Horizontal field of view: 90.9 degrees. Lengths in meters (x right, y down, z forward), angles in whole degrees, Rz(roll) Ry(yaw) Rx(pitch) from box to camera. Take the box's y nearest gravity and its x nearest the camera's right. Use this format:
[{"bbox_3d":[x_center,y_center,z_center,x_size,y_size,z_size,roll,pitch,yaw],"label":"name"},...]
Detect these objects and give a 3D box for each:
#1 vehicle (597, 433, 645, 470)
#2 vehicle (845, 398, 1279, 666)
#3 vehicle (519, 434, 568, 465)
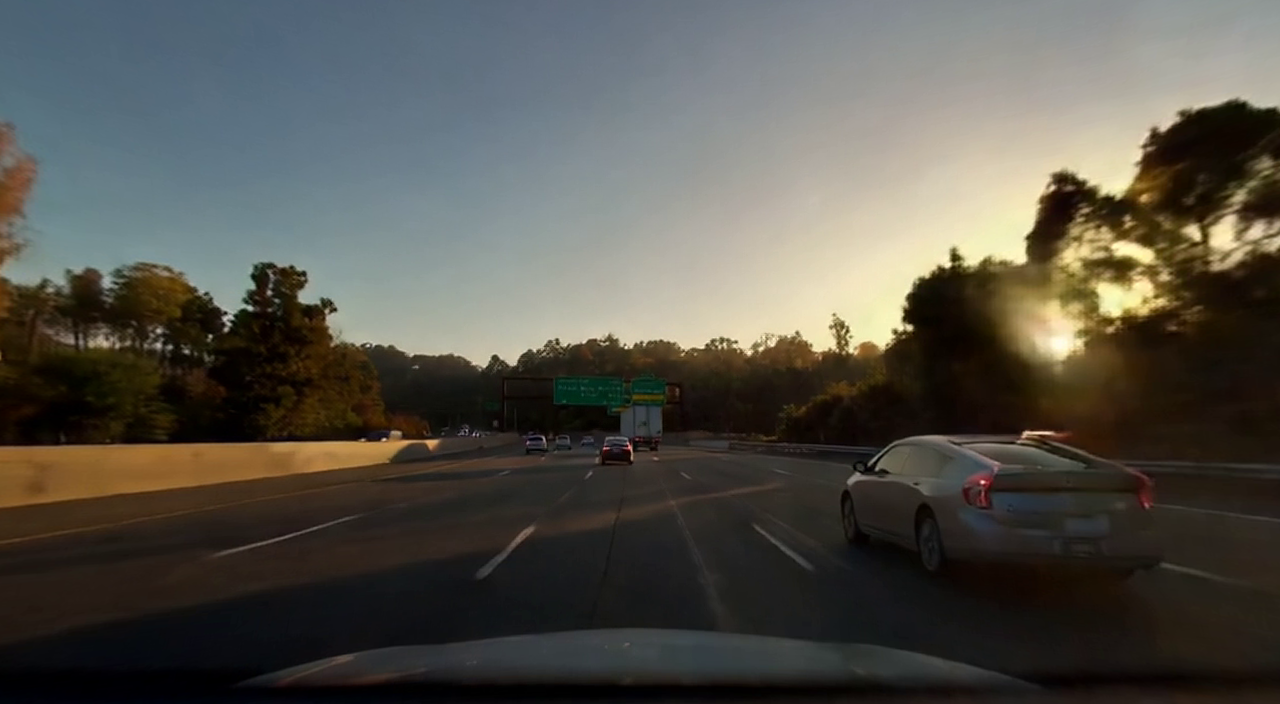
[{"bbox_3d":[-0.849,4.436,28.177,2.020,1.516,3.951,0,-8,-2],"label":"vehicle"},{"bbox_3d":[3.582,1.317,5.718,1.971,1.472,4.301,0,-8,0],"label":"vehicle"},{"bbox_3d":[-5.061,5.175,33.682,2.072,1.512,4.043,0,-8,-2],"label":"vehicle"}]
